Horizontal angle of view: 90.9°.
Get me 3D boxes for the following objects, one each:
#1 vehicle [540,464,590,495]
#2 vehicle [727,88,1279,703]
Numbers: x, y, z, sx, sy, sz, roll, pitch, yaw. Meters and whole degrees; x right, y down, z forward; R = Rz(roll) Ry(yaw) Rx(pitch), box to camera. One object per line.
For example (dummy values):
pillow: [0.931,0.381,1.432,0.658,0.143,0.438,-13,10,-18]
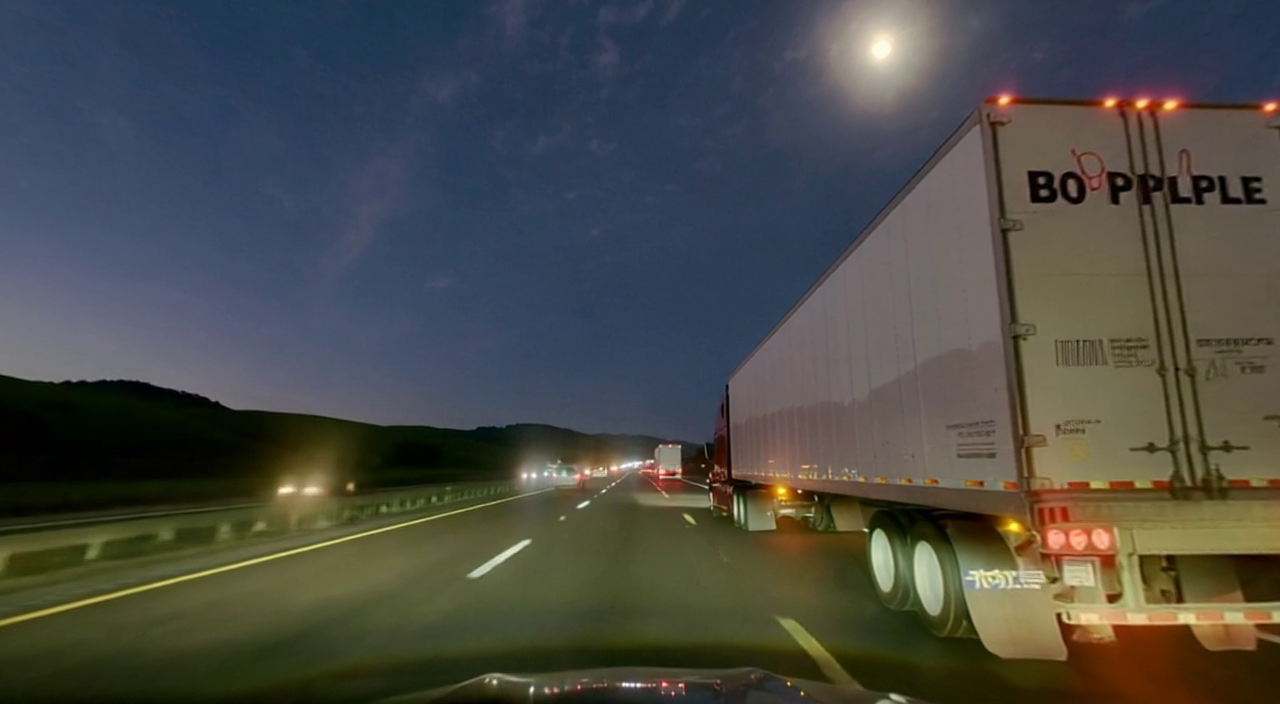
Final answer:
vehicle: [-4.079,7.031,34.984,2.088,1.566,4.853,1,-11,1]
vehicle: [3.941,1.417,11.019,2.839,4.062,14.051,1,-11,0]
